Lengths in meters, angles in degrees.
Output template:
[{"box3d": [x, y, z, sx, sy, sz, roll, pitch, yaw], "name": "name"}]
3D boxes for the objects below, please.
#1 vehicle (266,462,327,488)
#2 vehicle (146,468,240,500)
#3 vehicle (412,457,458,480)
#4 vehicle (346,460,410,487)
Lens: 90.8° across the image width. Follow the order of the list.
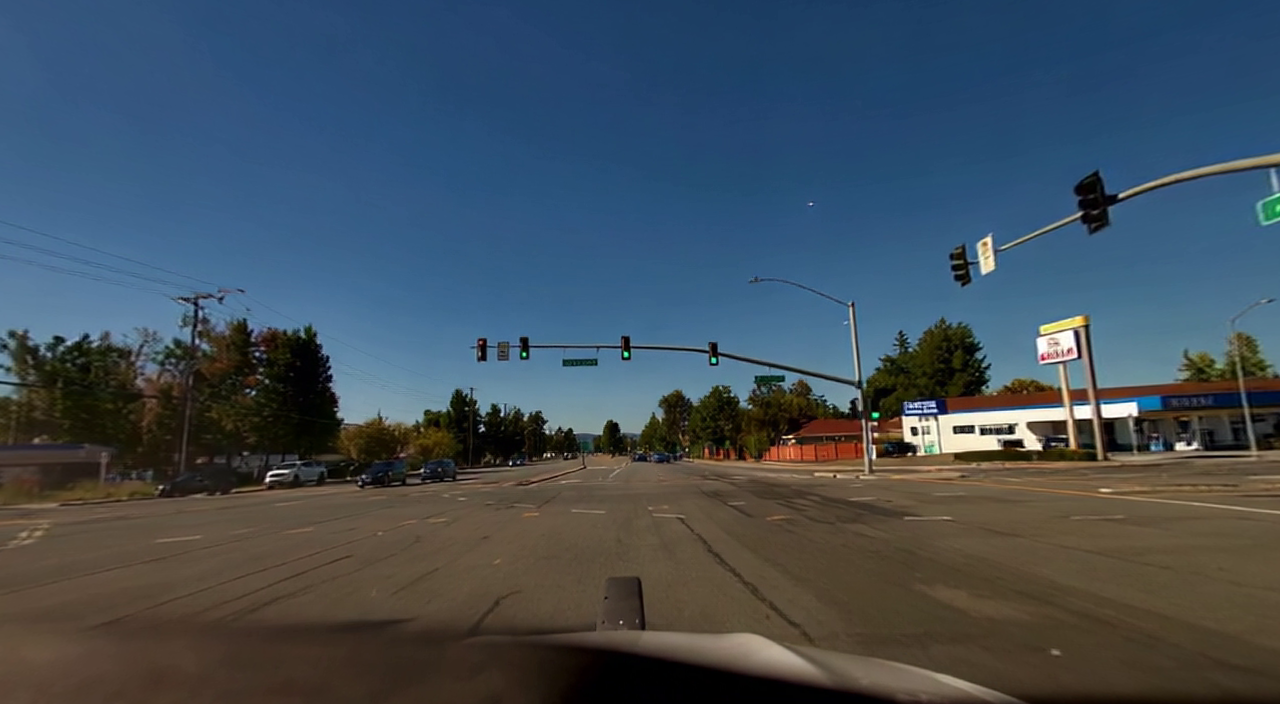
[{"box3d": [-24.843, 8.909, 45.876, 2.098, 1.684, 4.388, 0, -9, -2], "name": "vehicle"}, {"box3d": [-24.635, 7.249, 35.073, 1.895, 1.483, 4.790, 0, -9, -2], "name": "vehicle"}, {"box3d": [-15.430, 8.753, 47.708, 2.053, 1.598, 4.336, 0, -9, -1], "name": "vehicle"}, {"box3d": [-15.328, 7.119, 37.273, 1.920, 1.434, 4.328, 0, -9, 0], "name": "vehicle"}]
